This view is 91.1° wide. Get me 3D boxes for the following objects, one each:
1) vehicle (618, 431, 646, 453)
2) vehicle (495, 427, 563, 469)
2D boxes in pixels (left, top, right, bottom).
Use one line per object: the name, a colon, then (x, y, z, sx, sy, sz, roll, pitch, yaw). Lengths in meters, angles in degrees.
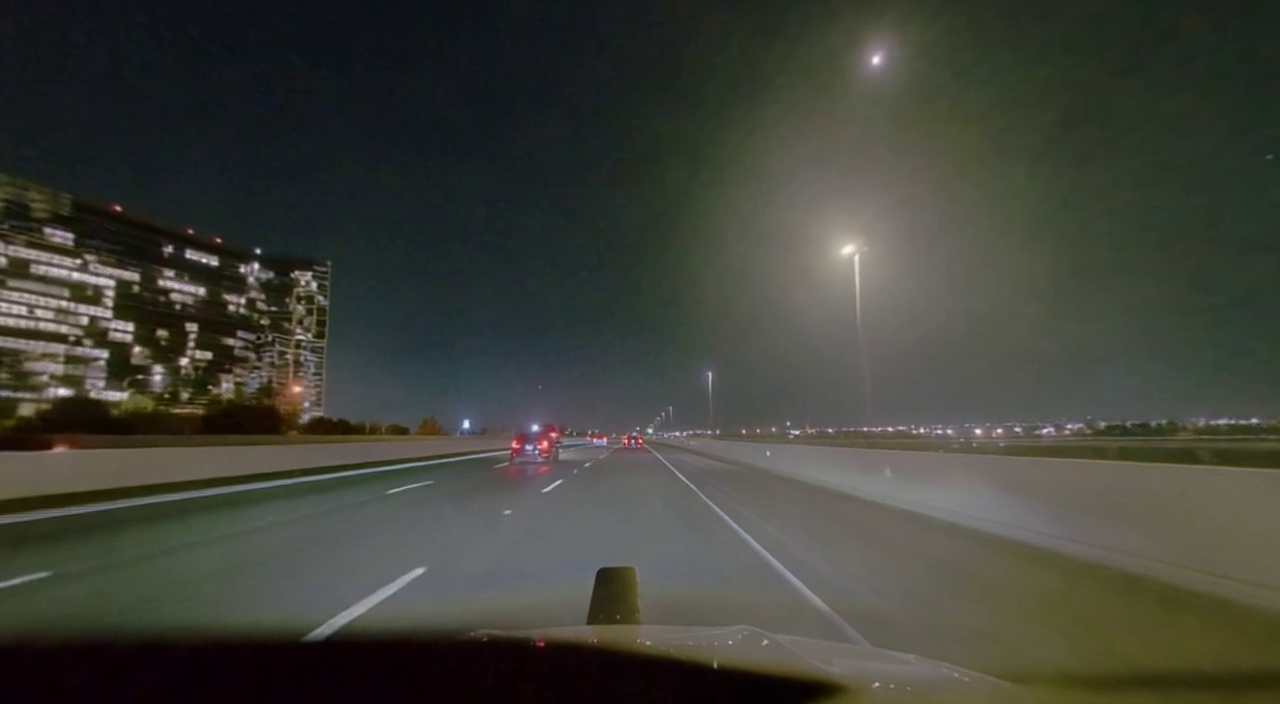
vehicle: (-0.606, 6.914, 48.362, 2.036, 1.637, 4.009, 0, -8, -1)
vehicle: (-4.550, 4.006, 26.478, 2.036, 1.612, 4.510, 0, -8, 0)
